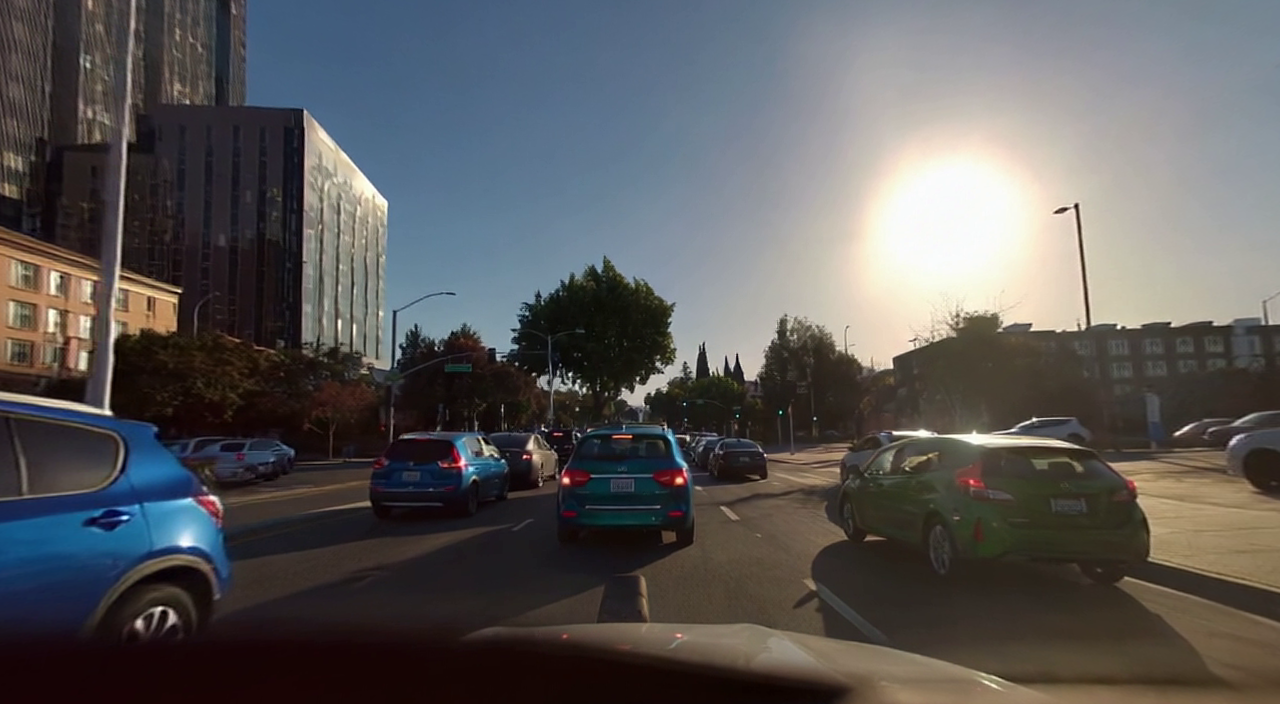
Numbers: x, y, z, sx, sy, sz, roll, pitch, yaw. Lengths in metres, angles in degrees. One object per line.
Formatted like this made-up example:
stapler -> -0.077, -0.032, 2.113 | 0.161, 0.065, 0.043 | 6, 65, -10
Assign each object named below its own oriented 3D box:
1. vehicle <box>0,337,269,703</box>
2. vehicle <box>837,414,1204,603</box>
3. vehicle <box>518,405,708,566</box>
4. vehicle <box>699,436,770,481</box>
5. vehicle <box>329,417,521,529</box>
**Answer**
vehicle -> -3.448, 0.720, 1.779 | 2.047, 1.710, 4.314 | 0, -8, 1
vehicle -> 3.778, 1.586, 7.227 | 1.847, 1.554, 3.885 | 0, -8, 2
vehicle -> -0.237, 1.724, 8.806 | 2.022, 1.700, 4.084 | 0, -8, 1
vehicle -> 3.340, 3.848, 23.004 | 1.948, 1.475, 4.093 | 0, -8, 0
vehicle -> -3.736, 2.189, 11.904 | 2.012, 1.701, 4.316 | 0, -8, 1
